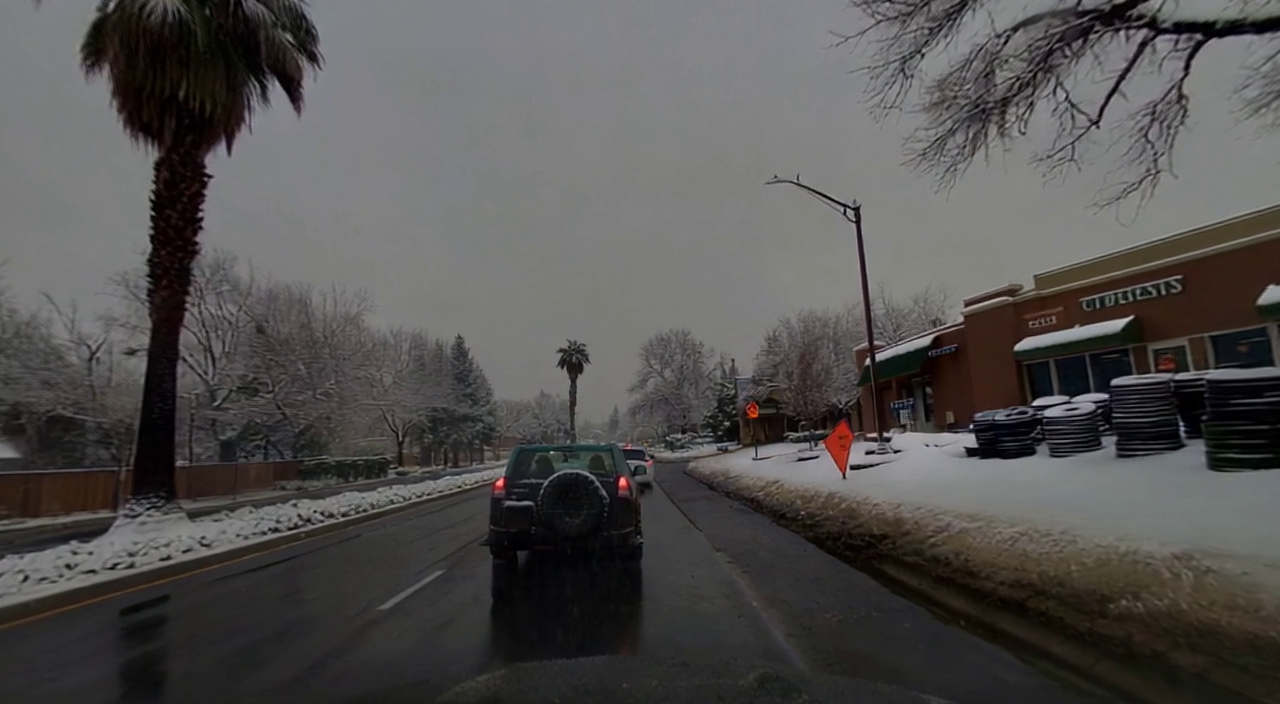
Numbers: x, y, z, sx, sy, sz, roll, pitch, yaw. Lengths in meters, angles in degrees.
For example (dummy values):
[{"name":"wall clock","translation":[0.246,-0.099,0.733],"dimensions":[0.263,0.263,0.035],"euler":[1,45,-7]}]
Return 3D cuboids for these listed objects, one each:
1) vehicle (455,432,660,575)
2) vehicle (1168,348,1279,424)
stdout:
[{"name":"vehicle","translation":[-0.937,1.916,8.807],"dimensions":[2.169,1.495,4.048],"euler":[0,-9,-2]},{"name":"vehicle","translation":[16.523,0.998,16.837],"dimensions":[1.810,1.669,3.883],"euler":[-1,-9,7]}]
